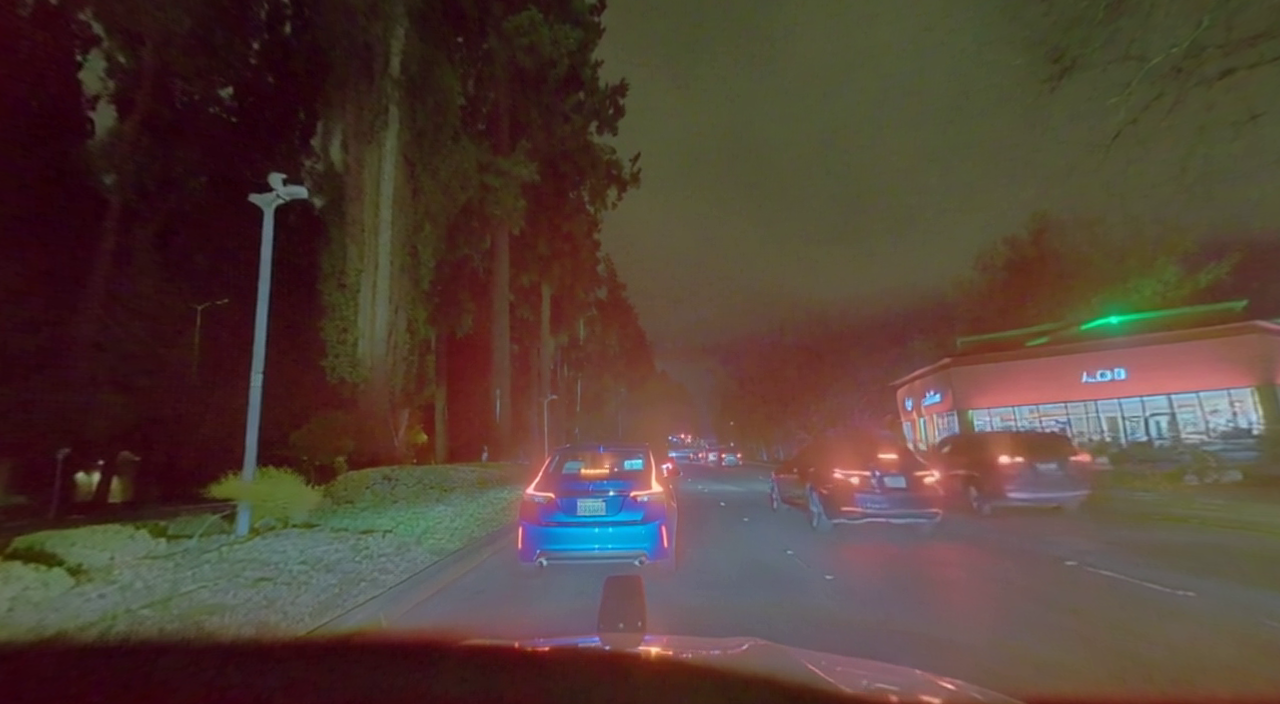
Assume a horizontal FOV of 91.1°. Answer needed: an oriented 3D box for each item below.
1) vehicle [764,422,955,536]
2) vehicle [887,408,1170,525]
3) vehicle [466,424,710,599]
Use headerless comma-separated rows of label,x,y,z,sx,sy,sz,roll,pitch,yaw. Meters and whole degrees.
vehicle,3.631,2.176,11.338,1.946,1.648,4.230,0,-9,1
vehicle,7.270,2.237,12.759,2.253,1.854,5.409,0,-9,0
vehicle,-0.480,1.693,7.532,2.111,1.506,4.018,0,-9,-1
